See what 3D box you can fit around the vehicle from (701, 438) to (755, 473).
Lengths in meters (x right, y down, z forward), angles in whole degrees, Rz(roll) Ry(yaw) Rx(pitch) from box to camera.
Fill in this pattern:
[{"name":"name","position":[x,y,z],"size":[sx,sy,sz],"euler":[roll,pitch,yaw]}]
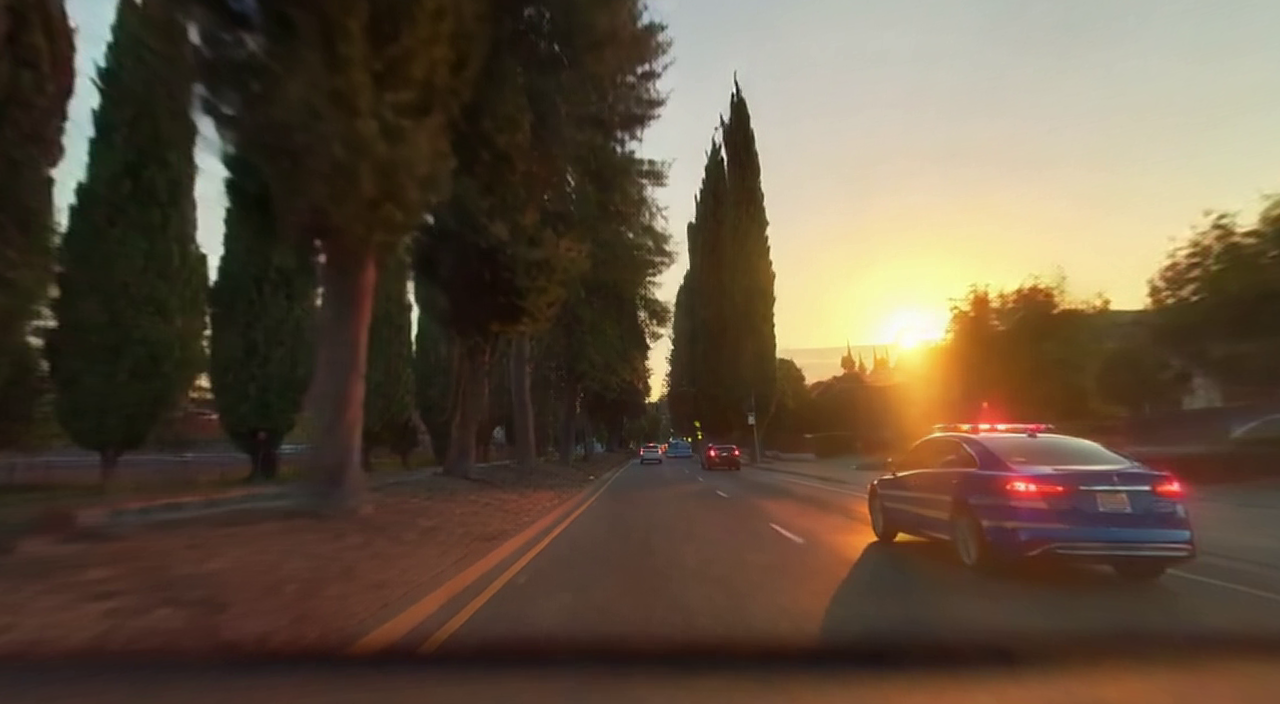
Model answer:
[{"name":"vehicle","position":[4.441,5.311,32.449],"size":[2.110,1.666,3.912],"euler":[0,-9,-1]}]

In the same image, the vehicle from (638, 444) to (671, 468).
[{"name":"vehicle","position":[0.901,6.616,40.289],"size":[2.026,1.466,4.282],"euler":[0,-9,0]}]

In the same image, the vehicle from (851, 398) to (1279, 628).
[{"name":"vehicle","position":[4.001,1.475,6.690],"size":[2.052,1.639,4.123],"euler":[0,-9,0]}]
